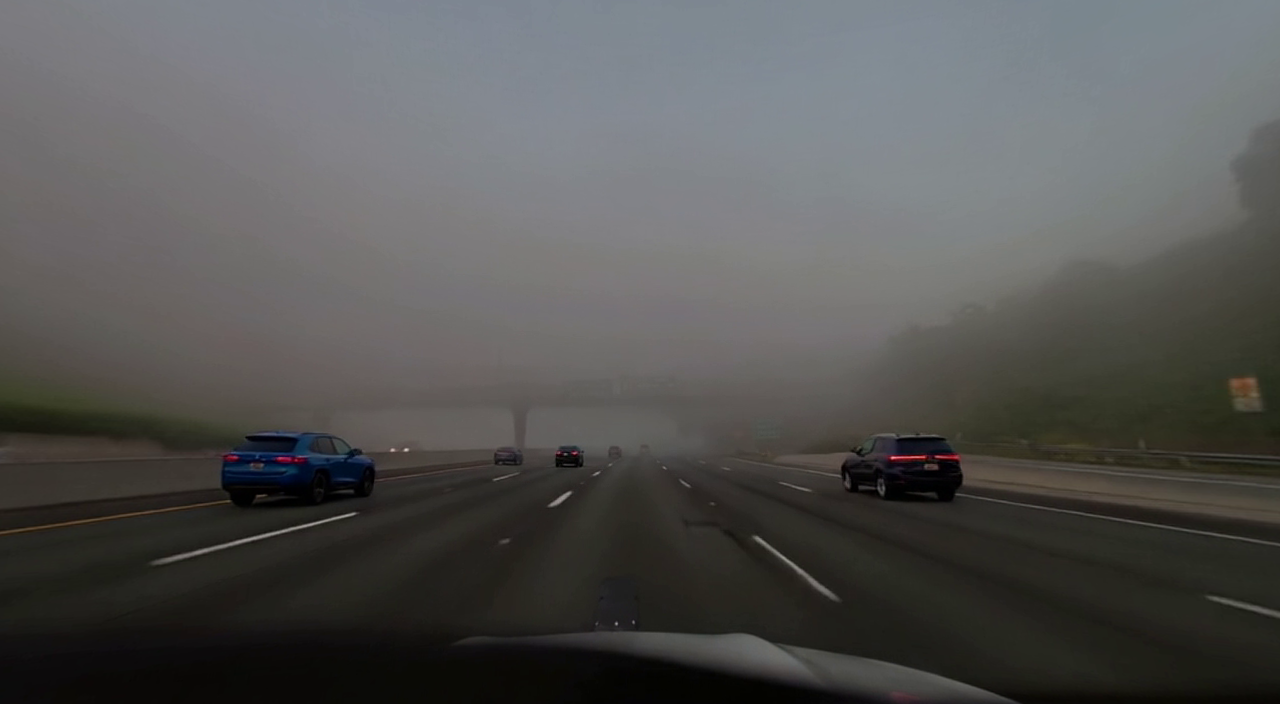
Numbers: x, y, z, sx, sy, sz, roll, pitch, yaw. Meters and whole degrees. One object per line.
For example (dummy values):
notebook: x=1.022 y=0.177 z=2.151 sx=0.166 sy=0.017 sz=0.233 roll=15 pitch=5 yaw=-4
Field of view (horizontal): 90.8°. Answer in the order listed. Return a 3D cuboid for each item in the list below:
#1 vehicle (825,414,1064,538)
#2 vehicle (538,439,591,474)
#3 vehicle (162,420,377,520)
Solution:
vehicle: x=4.956 y=2.083 z=11.193 sx=1.950 sy=1.719 sz=4.545 roll=0 pitch=-9 yaw=0
vehicle: x=-3.465 y=4.933 z=29.924 sx=1.925 sy=1.509 sz=4.363 roll=0 pitch=-9 yaw=1
vehicle: x=-7.214 y=2.337 z=12.939 sx=1.860 sy=1.694 sz=4.173 roll=0 pitch=-9 yaw=0
